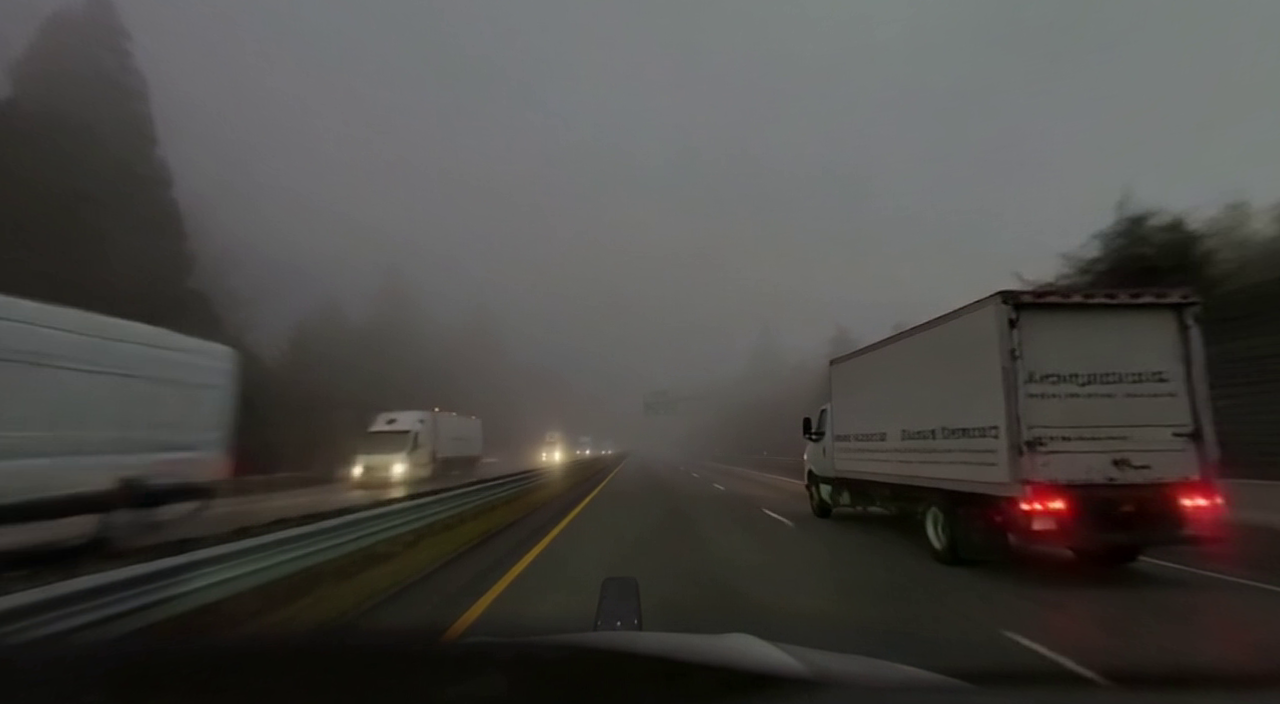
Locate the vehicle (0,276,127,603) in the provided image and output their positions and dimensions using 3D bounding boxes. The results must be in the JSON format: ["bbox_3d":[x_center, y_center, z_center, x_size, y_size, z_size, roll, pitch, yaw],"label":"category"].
[{"bbox_3d":[-8.463,0.656,4.864,2.965,3.546,7.119,-1,-9,-2],"label":"vehicle"}]

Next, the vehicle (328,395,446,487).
[{"bbox_3d":[-12.600,4.588,32.183,3.164,4.219,6.685,0,-9,0],"label":"vehicle"}]

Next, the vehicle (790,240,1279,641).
[{"bbox_3d":[4.053,1.076,7.823,2.449,2.805,6.763,0,-9,-2],"label":"vehicle"}]
